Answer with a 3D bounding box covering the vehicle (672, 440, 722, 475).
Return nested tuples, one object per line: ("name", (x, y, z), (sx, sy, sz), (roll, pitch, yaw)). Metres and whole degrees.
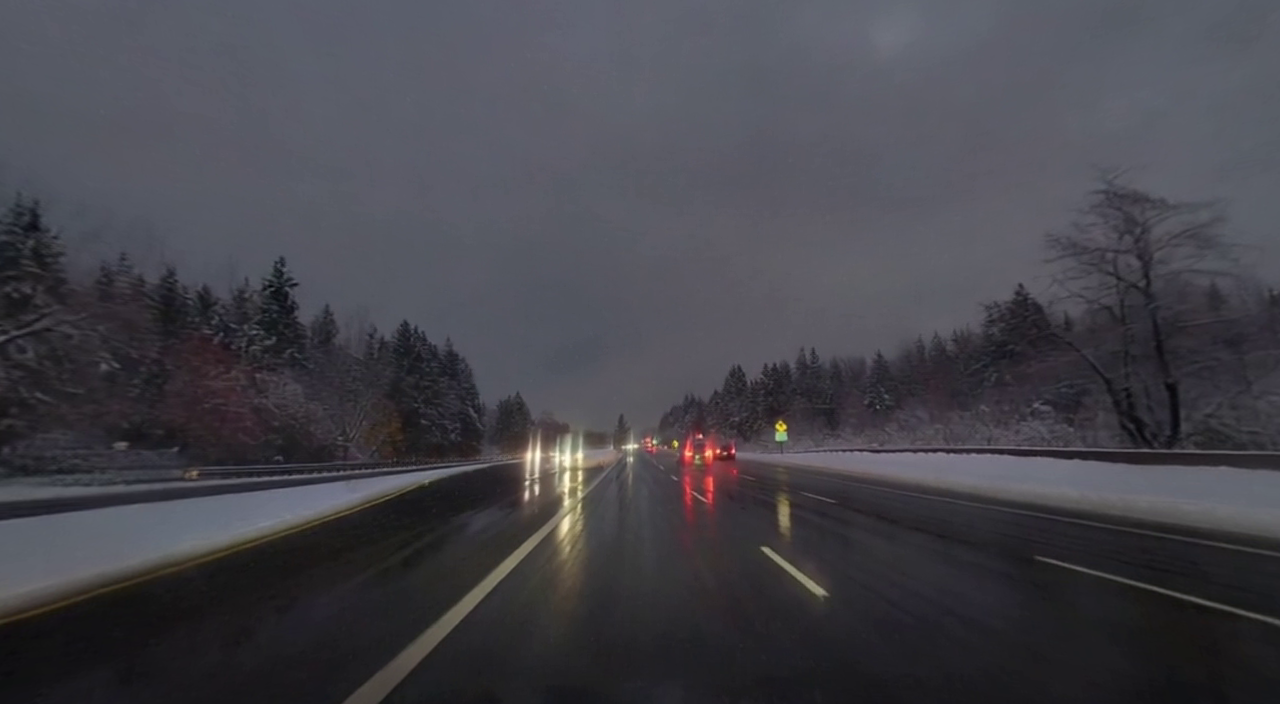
("vehicle", (2.887, 5.444, 32.746), (2.066, 1.683, 4.675), (0, -9, -1))
